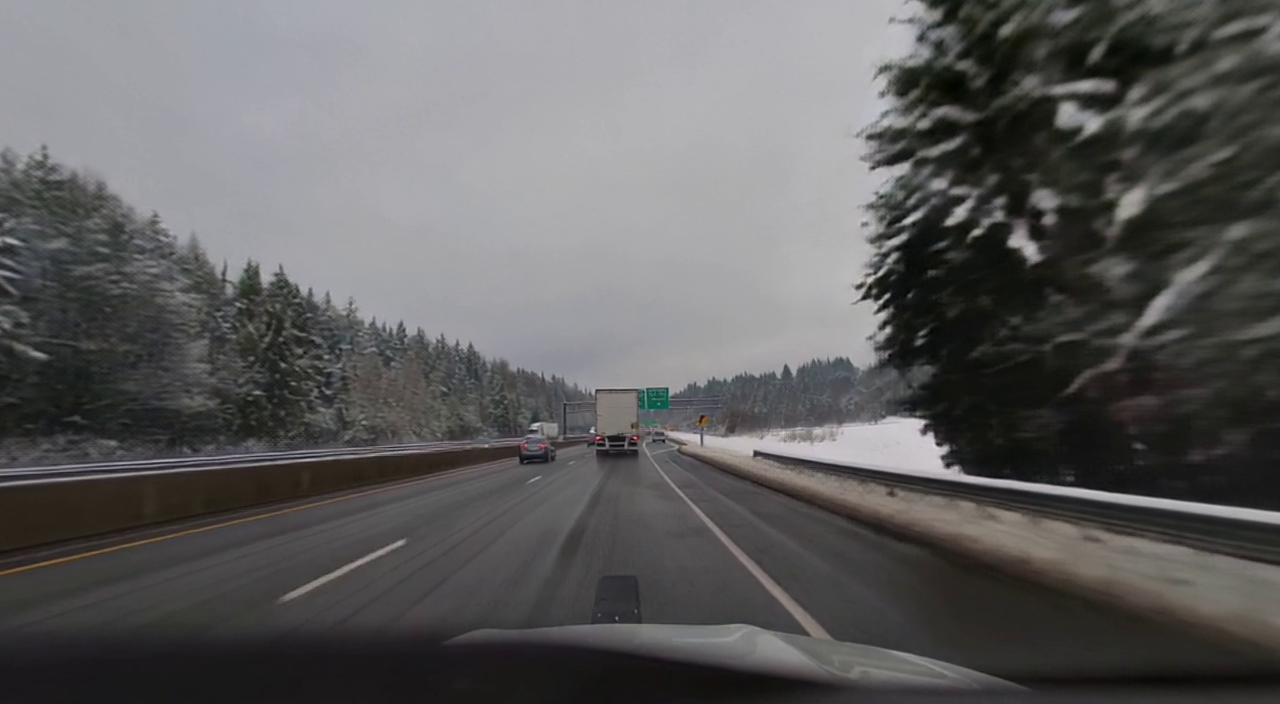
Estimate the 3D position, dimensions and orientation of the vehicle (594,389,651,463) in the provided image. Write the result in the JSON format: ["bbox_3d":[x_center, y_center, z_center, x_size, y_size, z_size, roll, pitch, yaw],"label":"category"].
[{"bbox_3d":[-0.998,4.332,36.209,2.855,3.741,8.587,0,-8,-2],"label":"vehicle"}]

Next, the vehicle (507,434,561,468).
[{"bbox_3d":[-5.038,4.725,30.384,1.931,1.479,4.083,0,-8,-1],"label":"vehicle"}]
